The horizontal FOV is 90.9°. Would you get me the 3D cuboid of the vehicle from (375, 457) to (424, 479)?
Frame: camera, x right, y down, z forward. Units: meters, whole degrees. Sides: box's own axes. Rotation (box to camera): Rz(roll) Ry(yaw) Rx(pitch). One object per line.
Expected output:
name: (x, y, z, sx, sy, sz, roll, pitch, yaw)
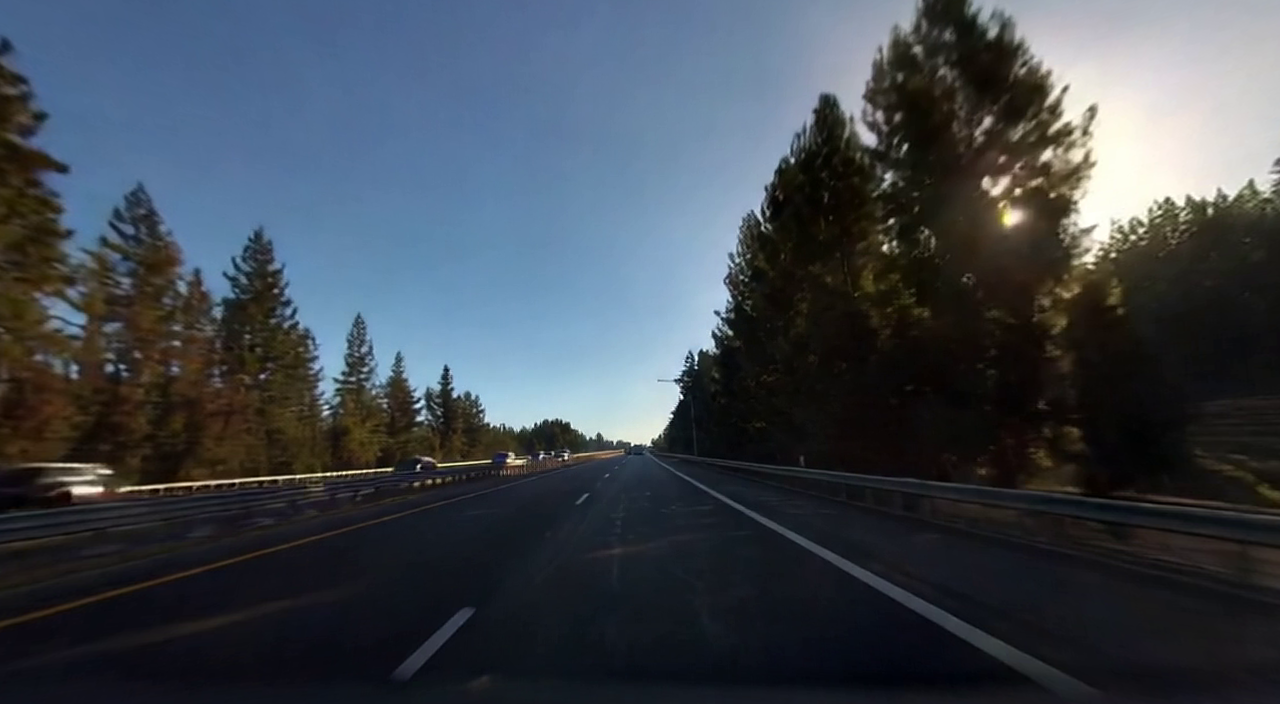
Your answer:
vehicle: (-17.313, 8.361, 45.588, 1.822, 1.452, 4.492, 0, -9, 0)
